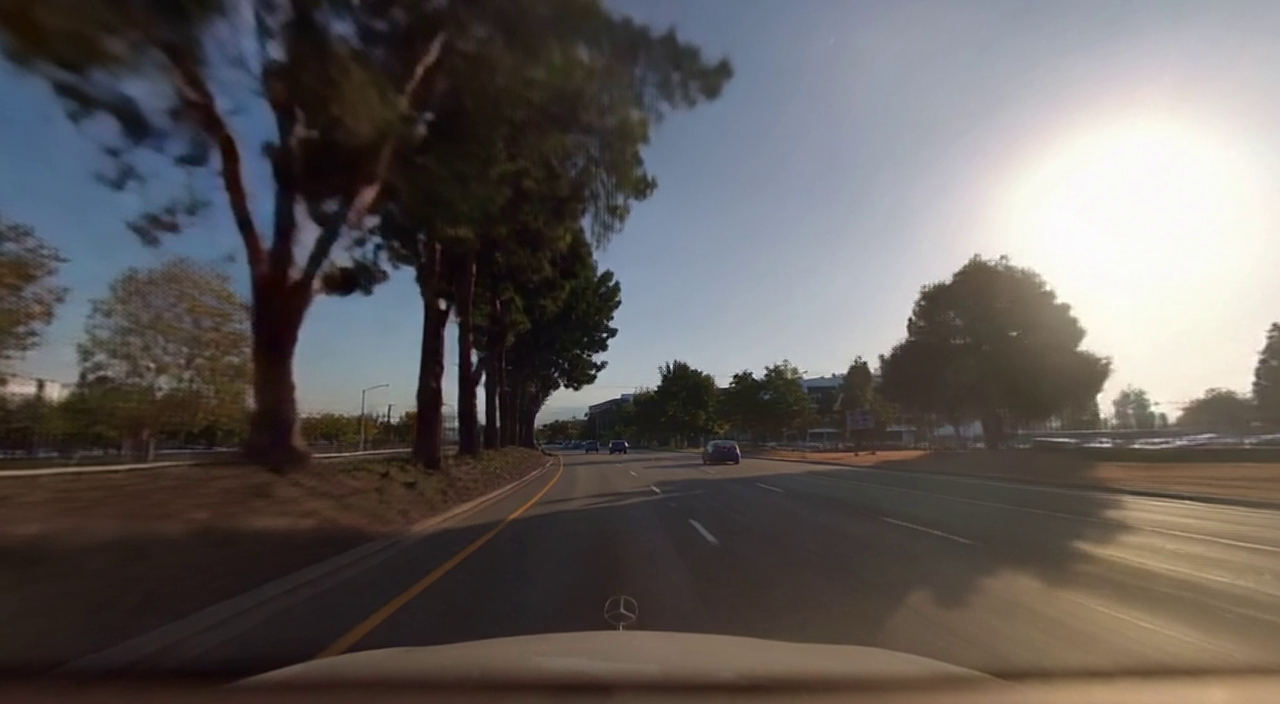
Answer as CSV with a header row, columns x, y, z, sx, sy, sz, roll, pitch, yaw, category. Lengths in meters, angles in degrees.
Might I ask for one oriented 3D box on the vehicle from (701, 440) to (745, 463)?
x,y,z,sx,sy,sz,roll,pitch,yaw,category
5.734,6.937,44.094,1.908,1.483,4.474,1,-9,-9,vehicle
